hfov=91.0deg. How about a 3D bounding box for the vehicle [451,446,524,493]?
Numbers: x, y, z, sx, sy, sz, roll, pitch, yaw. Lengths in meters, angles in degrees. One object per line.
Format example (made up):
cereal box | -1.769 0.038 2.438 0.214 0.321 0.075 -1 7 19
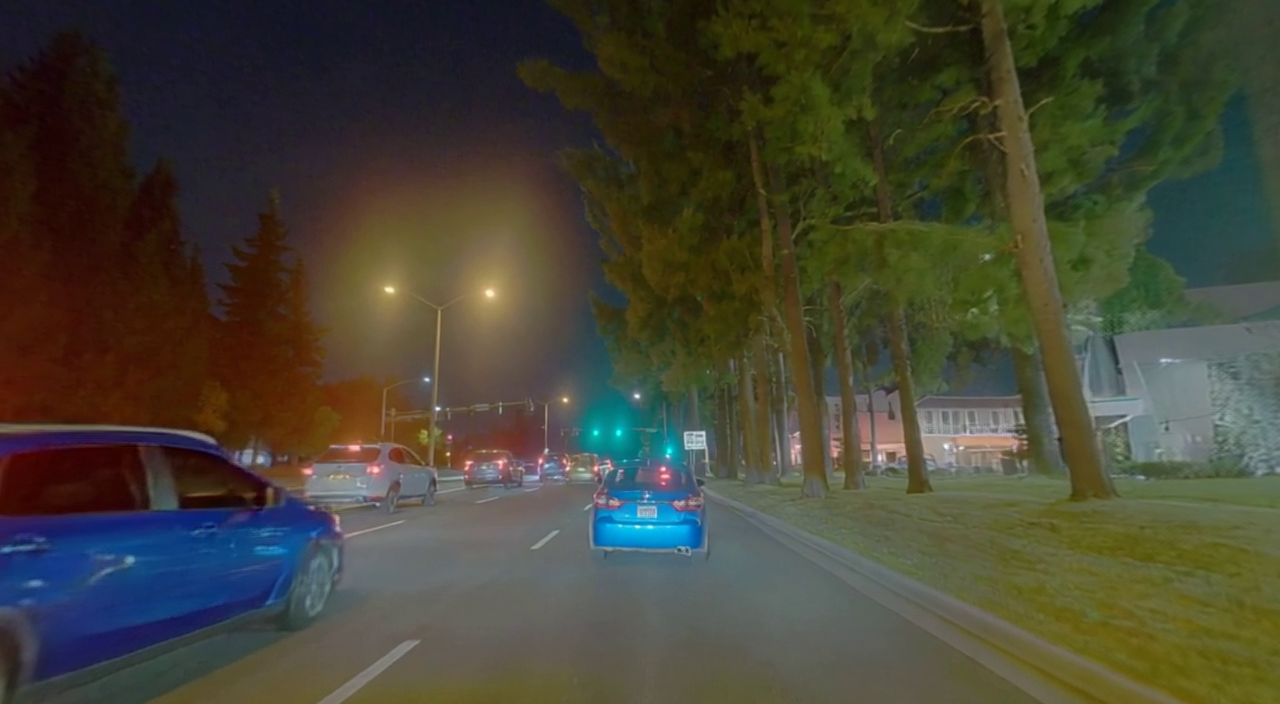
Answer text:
vehicle | -6.732 5.207 28.339 2.130 1.900 4.470 0 -9 1

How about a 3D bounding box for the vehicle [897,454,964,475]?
vehicle | 22.550 8.754 48.977 4.220 1.550 1.935 -10 -14 43

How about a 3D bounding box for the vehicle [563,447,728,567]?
vehicle | 0.120 2.266 10.027 2.091 1.494 3.962 0 -9 1

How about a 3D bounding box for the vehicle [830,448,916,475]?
vehicle | 18.265 8.567 49.565 5.852 1.962 2.323 -8 -12 42

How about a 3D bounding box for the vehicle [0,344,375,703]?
vehicle | -3.560 0.979 3.427 2.055 1.725 4.732 0 -9 1

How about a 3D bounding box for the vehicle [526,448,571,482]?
vehicle | -6.424 7.968 44.882 2.348 2.250 5.004 0 -9 1
